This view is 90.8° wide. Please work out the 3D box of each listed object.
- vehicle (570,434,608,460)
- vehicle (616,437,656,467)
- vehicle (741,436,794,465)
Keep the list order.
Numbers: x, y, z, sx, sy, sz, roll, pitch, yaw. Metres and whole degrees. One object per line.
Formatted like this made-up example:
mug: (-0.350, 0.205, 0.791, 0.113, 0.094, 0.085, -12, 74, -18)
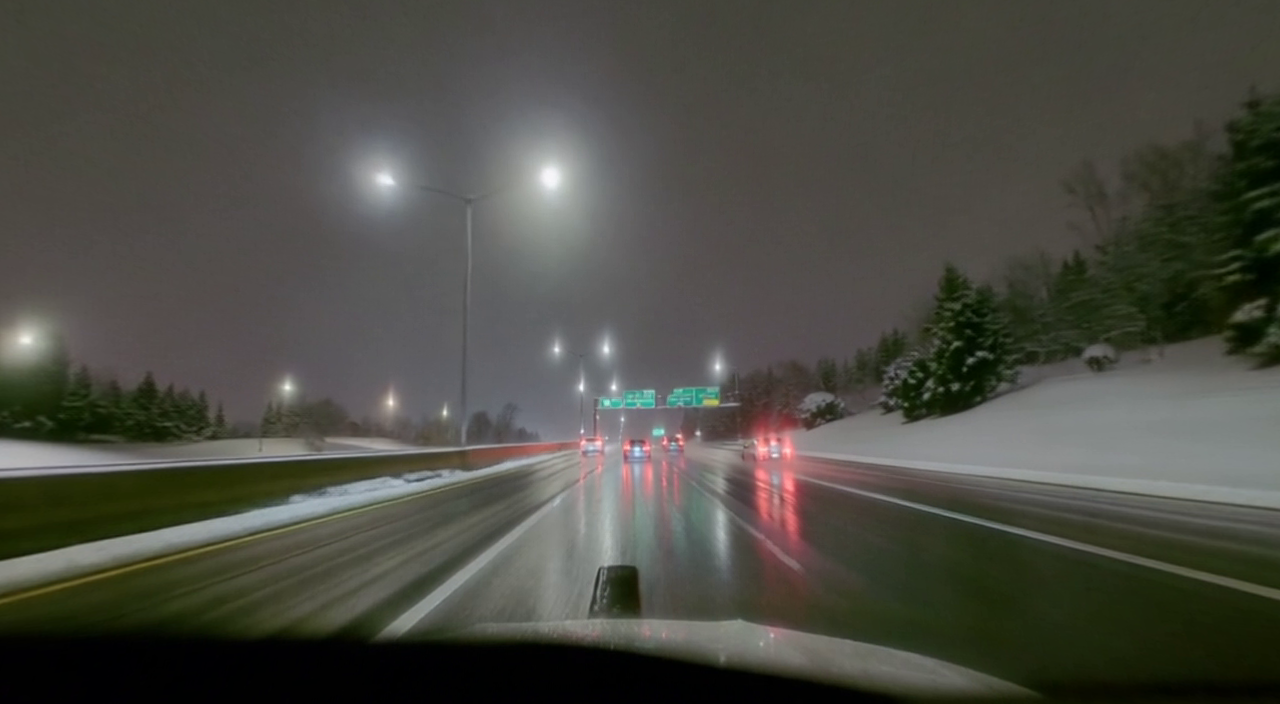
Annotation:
vehicle: (-3.450, 6.518, 43.378, 2.123, 1.661, 4.601, 0, -9, 1)
vehicle: (-0.231, 5.272, 33.509, 1.985, 1.457, 4.227, 0, -9, -1)
vehicle: (7.041, 5.488, 35.268, 1.935, 1.478, 4.433, 0, -9, -1)
